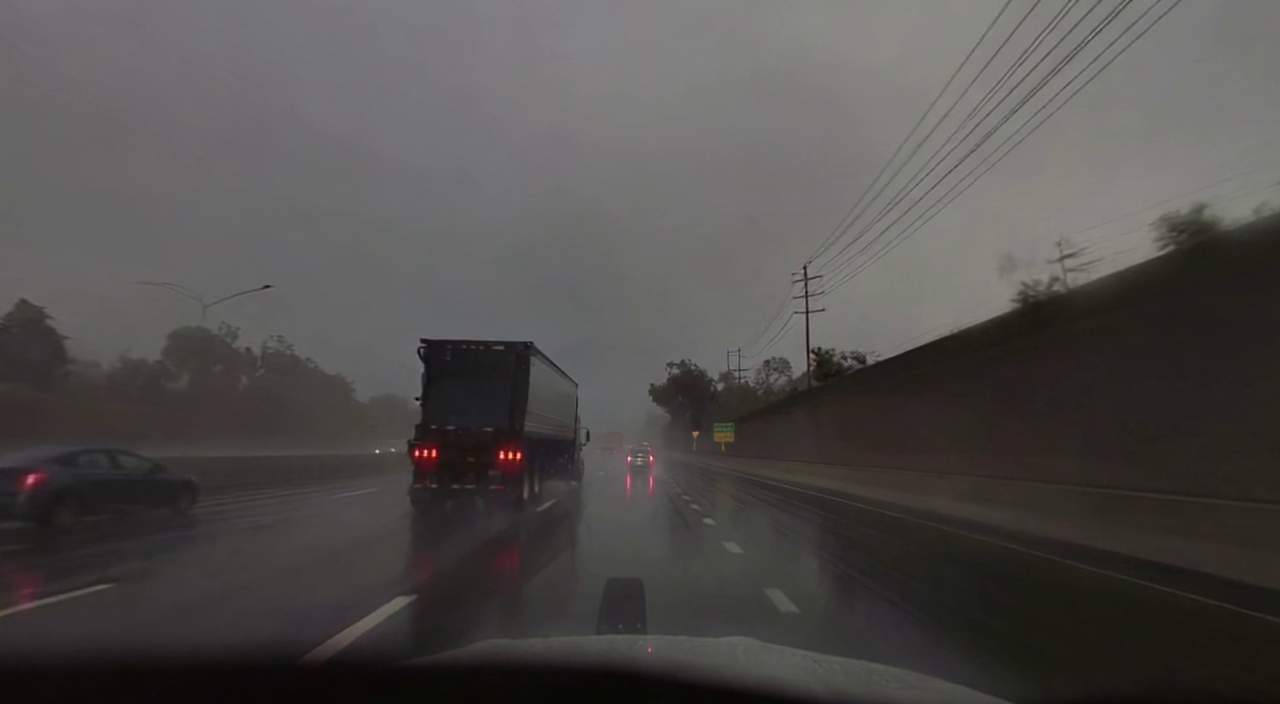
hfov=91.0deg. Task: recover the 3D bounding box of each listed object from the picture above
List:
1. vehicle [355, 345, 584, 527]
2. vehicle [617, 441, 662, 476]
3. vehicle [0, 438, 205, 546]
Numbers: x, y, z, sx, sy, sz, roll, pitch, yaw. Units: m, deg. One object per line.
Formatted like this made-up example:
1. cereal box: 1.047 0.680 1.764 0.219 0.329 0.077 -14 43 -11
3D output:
1. vehicle: -3.447 2.170 15.866 3.023 3.246 9.102 0 -9 1
2. vehicle: -0.016 5.454 32.476 2.178 1.640 4.071 0 -9 0
3. vehicle: -10.107 2.290 10.863 1.951 1.523 4.486 0 -9 0
